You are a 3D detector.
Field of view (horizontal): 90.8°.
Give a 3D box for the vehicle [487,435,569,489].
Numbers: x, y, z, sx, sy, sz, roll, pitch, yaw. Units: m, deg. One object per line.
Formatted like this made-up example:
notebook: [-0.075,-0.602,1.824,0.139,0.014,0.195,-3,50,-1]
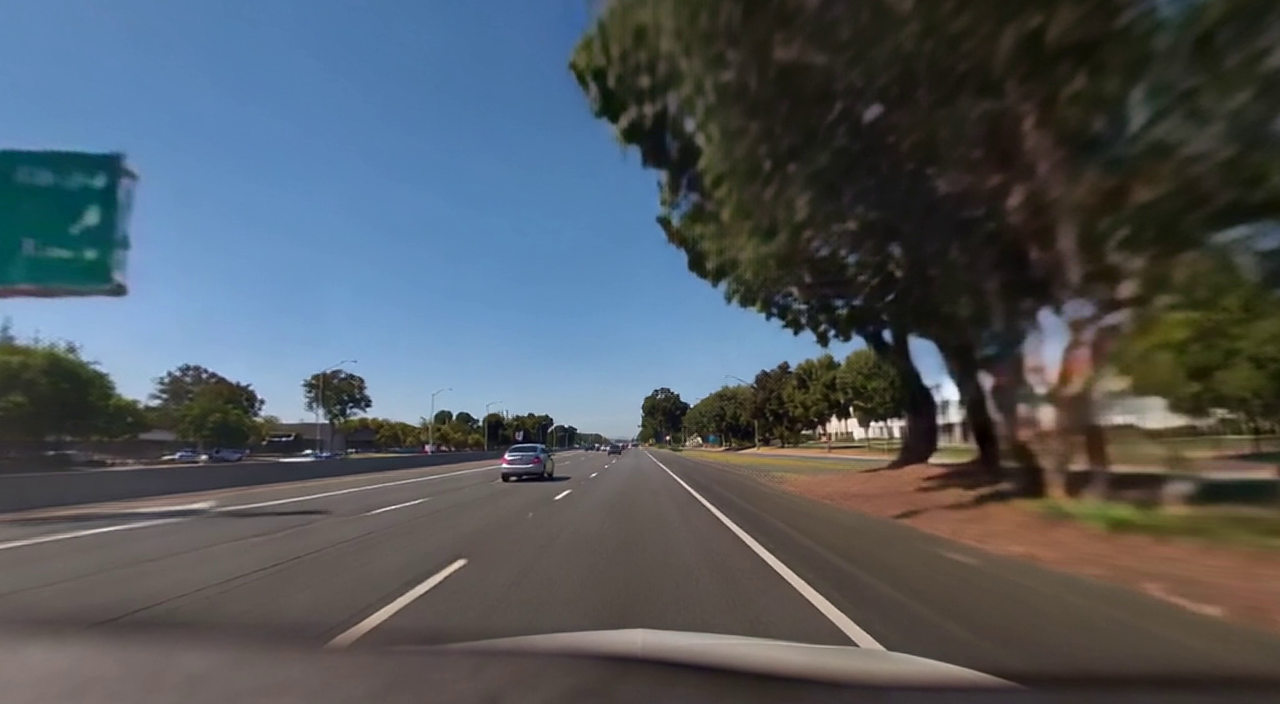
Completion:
vehicle: [-4.008,4.031,23.547,2.150,1.761,4.697,0,-8,1]
